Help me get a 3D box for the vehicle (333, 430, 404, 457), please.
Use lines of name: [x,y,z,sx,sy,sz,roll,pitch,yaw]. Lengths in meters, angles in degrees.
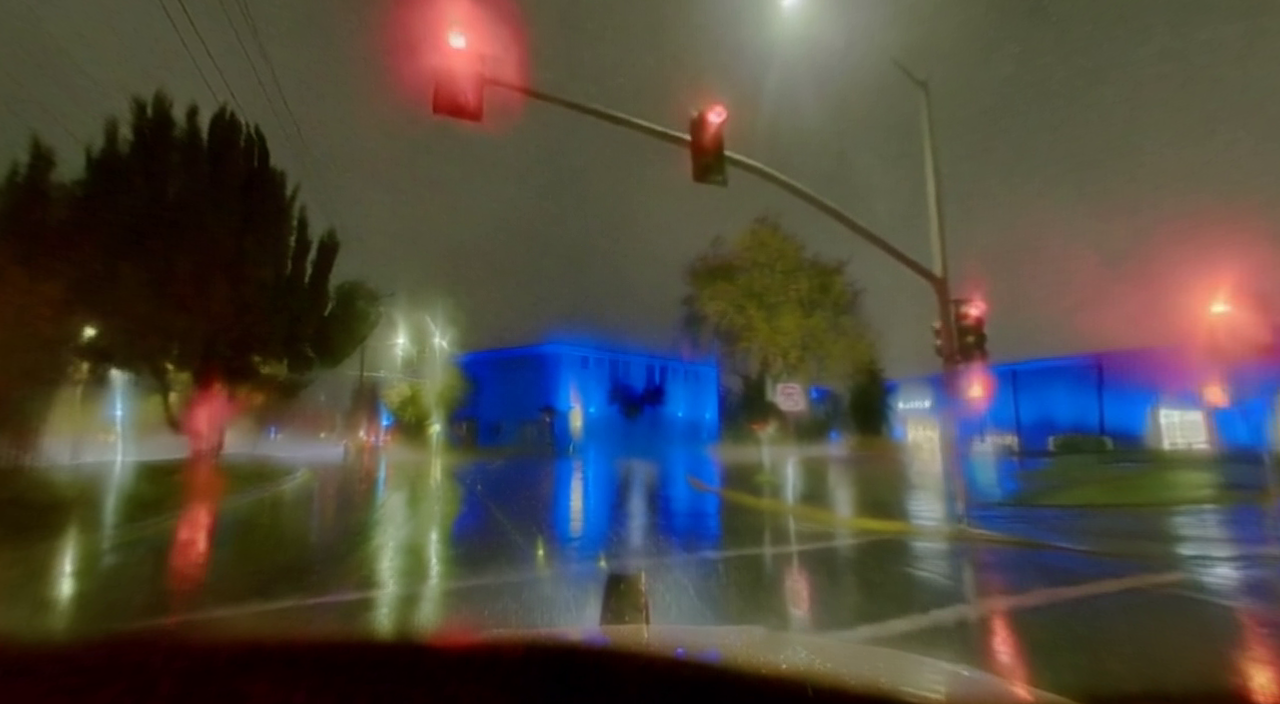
vehicle: [-20.592,6.993,47.728,5.570,1.923,2.336,-6,-11,35]
